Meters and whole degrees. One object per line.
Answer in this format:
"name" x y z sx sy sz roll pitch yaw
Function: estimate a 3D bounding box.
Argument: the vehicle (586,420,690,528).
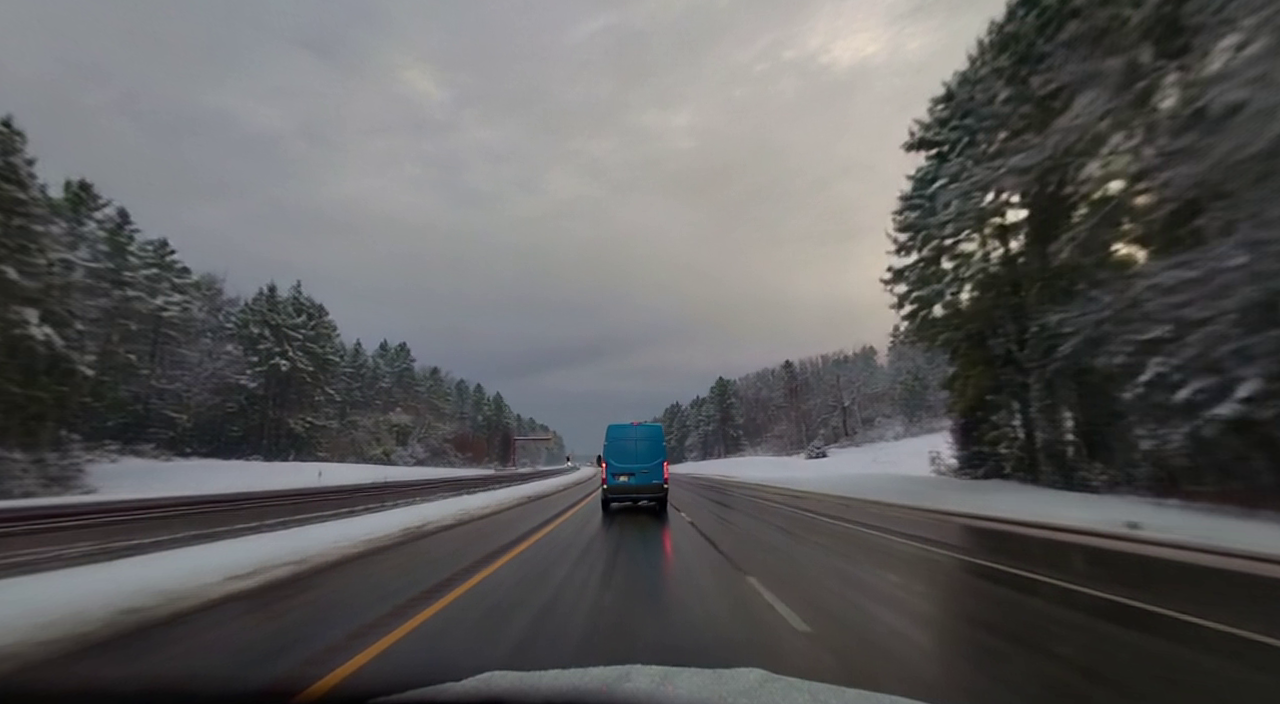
"vehicle" -0.151 3.381 17.674 2.375 2.432 6.161 1 -10 -2
